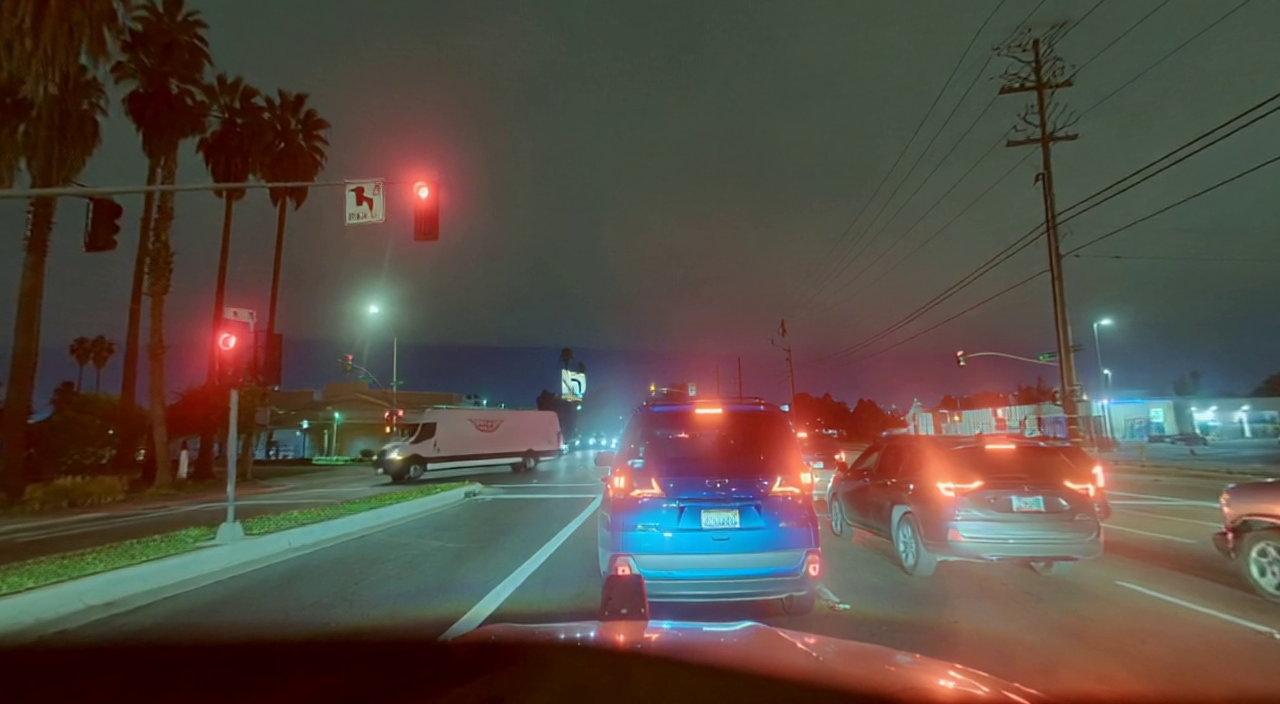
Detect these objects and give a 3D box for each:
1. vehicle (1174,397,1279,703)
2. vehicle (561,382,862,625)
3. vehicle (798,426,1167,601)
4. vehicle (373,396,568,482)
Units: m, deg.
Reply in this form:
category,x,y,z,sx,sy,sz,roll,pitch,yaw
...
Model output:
category,x,y,z,sx,sy,sz,roll,pitch,yaw
vehicle,3.358,0.653,0.658,1.805,1.485,4.348,0,-9,1
vehicle,0.453,1.438,6.879,2.228,1.780,4.269,0,-9,-2
vehicle,3.439,1.683,7.503,1.895,1.456,4.255,0,-9,-2
vehicle,-8.602,4.844,34.575,2.973,3.889,11.535,-5,-10,29
